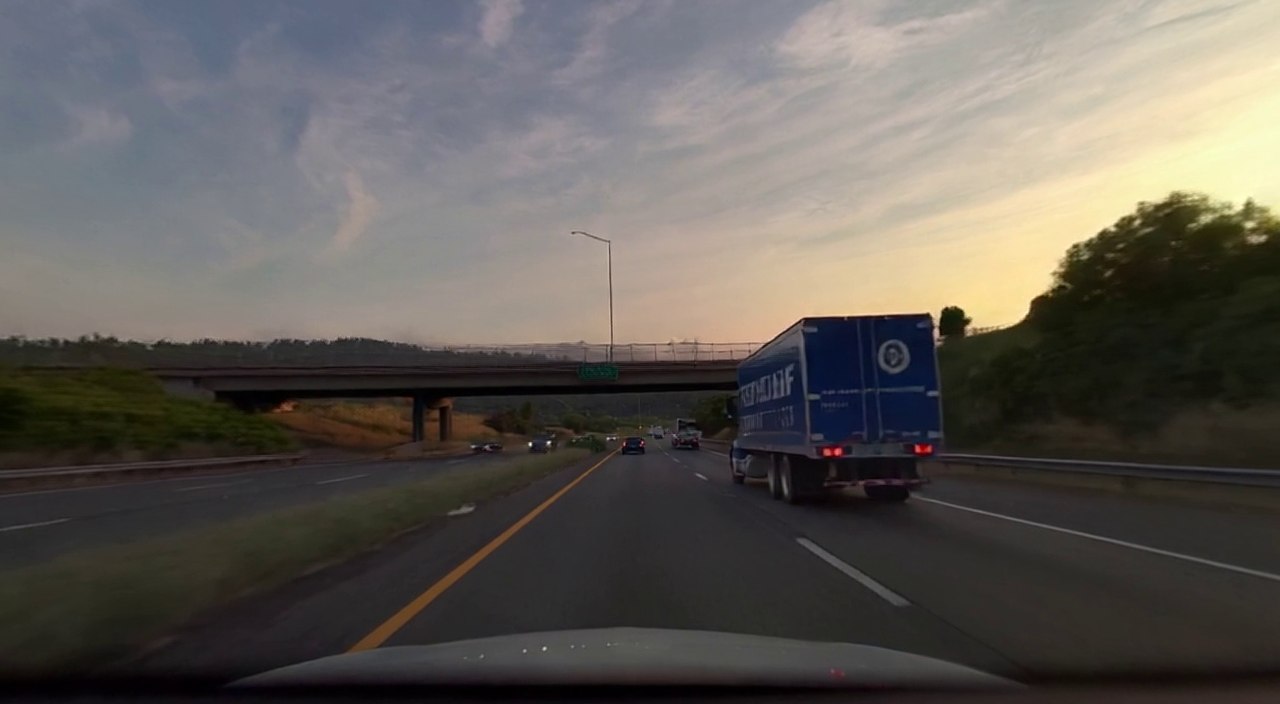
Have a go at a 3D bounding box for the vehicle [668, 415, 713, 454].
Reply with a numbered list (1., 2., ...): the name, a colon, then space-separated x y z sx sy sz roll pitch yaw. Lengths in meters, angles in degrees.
1. vehicle: 3.717 6.262 47.865 2.715 2.746 6.550 0 -7 -1

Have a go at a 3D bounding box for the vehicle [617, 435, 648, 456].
1. vehicle: -0.487 6.355 43.060 1.996 1.325 4.029 0 -7 0

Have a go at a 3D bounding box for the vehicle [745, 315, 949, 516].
1. vehicle: 3.834 1.260 12.440 2.913 3.491 2.811 0 -7 -1
